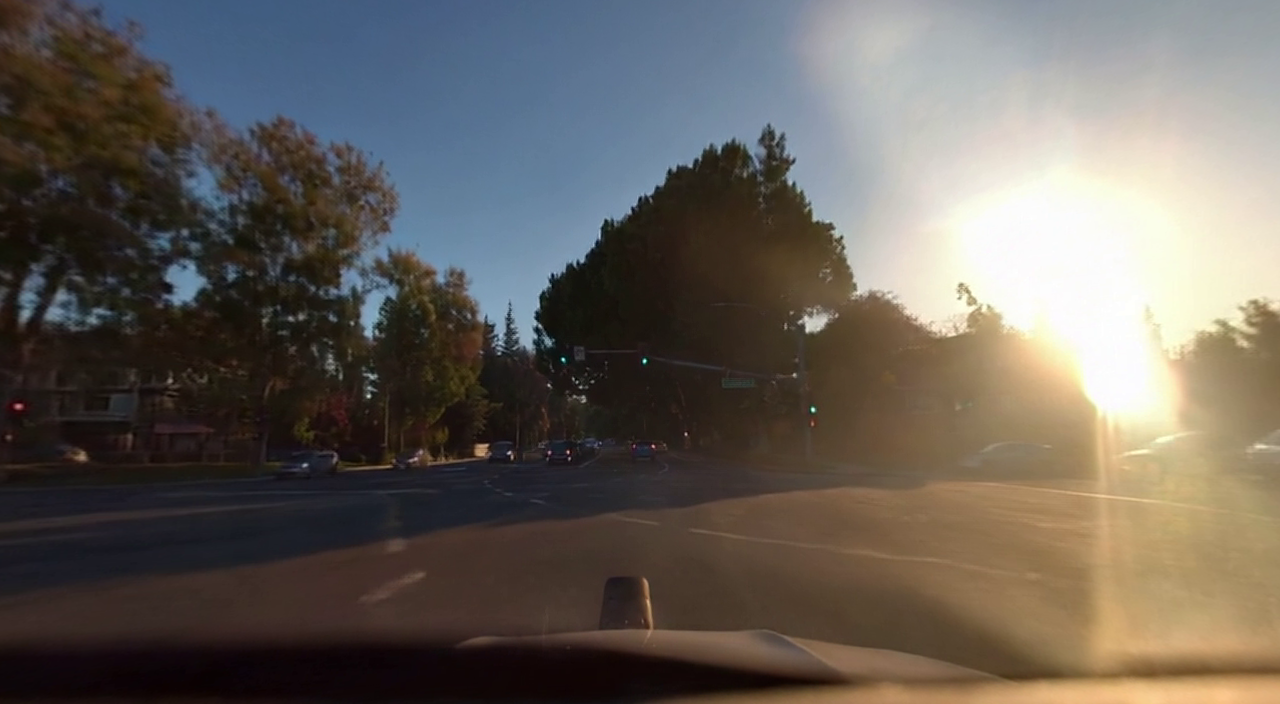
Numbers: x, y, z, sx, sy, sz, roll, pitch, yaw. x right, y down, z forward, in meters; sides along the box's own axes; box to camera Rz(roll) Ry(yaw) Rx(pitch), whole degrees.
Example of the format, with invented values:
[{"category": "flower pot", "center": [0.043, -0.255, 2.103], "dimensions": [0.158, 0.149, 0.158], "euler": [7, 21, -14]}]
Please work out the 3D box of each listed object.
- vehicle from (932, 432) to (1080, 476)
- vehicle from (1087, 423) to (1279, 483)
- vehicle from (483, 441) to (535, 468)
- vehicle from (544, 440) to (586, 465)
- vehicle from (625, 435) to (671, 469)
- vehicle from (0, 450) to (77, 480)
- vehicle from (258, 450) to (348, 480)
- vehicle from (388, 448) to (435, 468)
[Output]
[{"category": "vehicle", "center": [15.206, 4.255, 26.430], "dimensions": [4.732, 1.713, 2.257], "euler": [-1, -8, 3]}, {"category": "vehicle", "center": [16.588, 2.992, 18.719], "dimensions": [4.869, 1.648, 2.250], "euler": [0, -8, 1]}, {"category": "vehicle", "center": [-7.770, 6.105, 37.737], "dimensions": [2.154, 1.499, 4.461], "euler": [0, -8, 0]}, {"category": "vehicle", "center": [-4.705, 6.384, 40.195], "dimensions": [1.994, 1.494, 4.599], "euler": [0, -8, 1]}, {"category": "vehicle", "center": [0.421, 5.578, 35.355], "dimensions": [2.437, 1.737, 4.420], "euler": [0, -8, 0]}, {"category": "vehicle", "center": [-38.522, 7.089, 39.755], "dimensions": [1.872, 1.695, 4.560], "euler": [1, -8, -2]}, {"category": "vehicle", "center": [-19.562, 6.536, 36.860], "dimensions": [2.164, 1.556, 4.678], "euler": [-1, -8, 9]}, {"category": "vehicle", "center": [-18.021, 8.401, 49.971], "dimensions": [1.915, 1.477, 4.411], "euler": [0, -8, 3]}]
